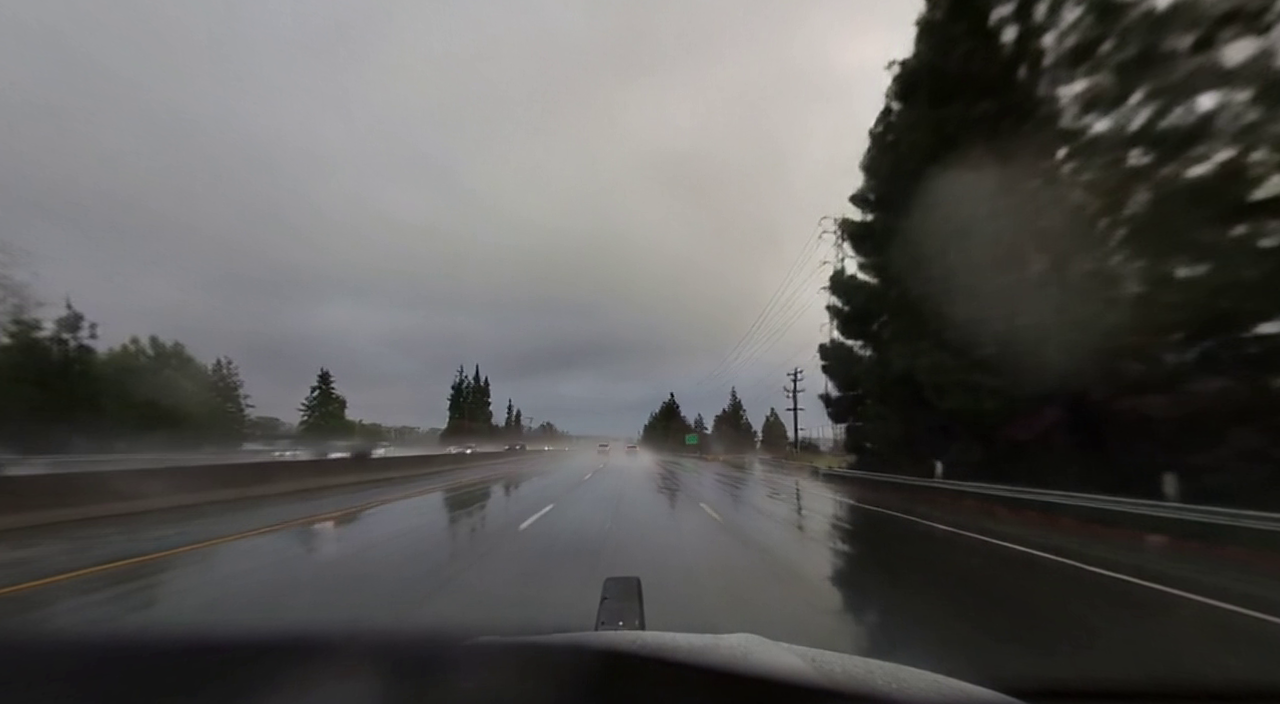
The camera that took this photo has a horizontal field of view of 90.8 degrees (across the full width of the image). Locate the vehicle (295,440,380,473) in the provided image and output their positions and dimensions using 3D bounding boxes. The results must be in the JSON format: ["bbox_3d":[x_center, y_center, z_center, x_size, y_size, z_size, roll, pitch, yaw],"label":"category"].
[{"bbox_3d":[-14.325,4.956,30.171,1.931,1.471,4.264,0,-9,0],"label":"vehicle"}]
